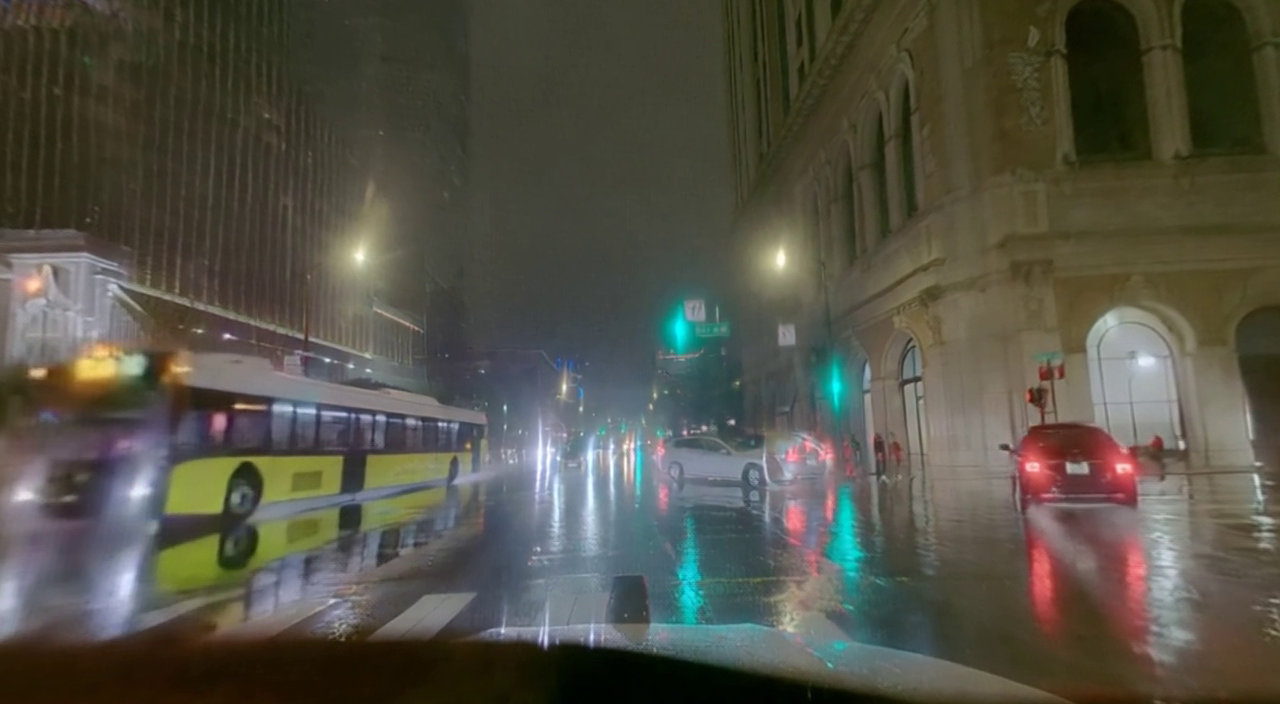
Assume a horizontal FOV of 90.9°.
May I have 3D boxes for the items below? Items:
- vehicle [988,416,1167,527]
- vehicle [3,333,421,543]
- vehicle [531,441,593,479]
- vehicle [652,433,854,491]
[{"bbox_3d":[7.404,1.954,10.877,2.006,1.495,4.271,-5,-10,33],"label":"vehicle"},{"bbox_3d":[-8.769,2.131,15.485,2.916,3.427,10.189,0,-8,1],"label":"vehicle"},{"bbox_3d":[-3.139,4.446,26.287,1.904,1.402,4.759,0,-8,1],"label":"vehicle"},{"bbox_3d":[3.222,3.123,18.169,5.388,1.465,2.050,-4,-9,23],"label":"vehicle"}]
